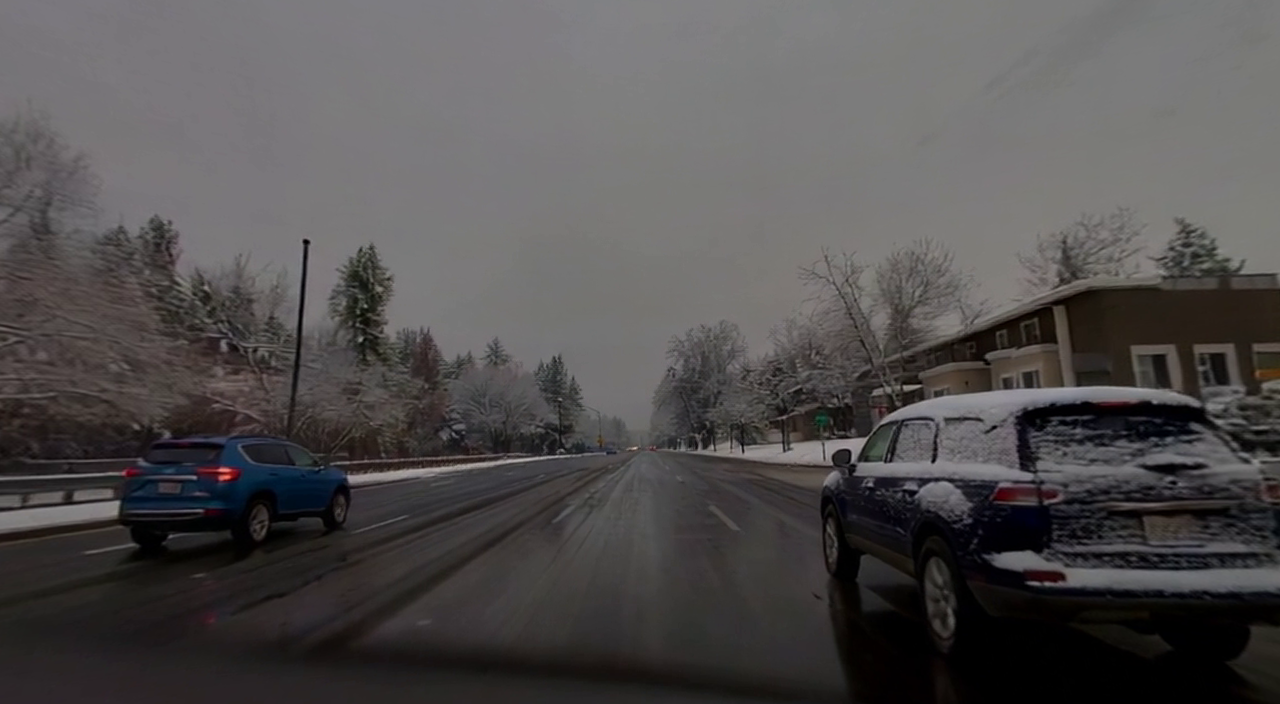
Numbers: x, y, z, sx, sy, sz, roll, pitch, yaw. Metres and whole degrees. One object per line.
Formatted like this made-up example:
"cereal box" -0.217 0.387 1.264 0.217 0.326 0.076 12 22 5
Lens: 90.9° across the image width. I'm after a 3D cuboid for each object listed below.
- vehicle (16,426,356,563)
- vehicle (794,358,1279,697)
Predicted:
"vehicle" -6.770 2.149 10.351 2.069 1.690 4.837 0 -9 -2
"vehicle" 2.993 1.259 5.674 2.047 1.768 4.607 0 -9 0
